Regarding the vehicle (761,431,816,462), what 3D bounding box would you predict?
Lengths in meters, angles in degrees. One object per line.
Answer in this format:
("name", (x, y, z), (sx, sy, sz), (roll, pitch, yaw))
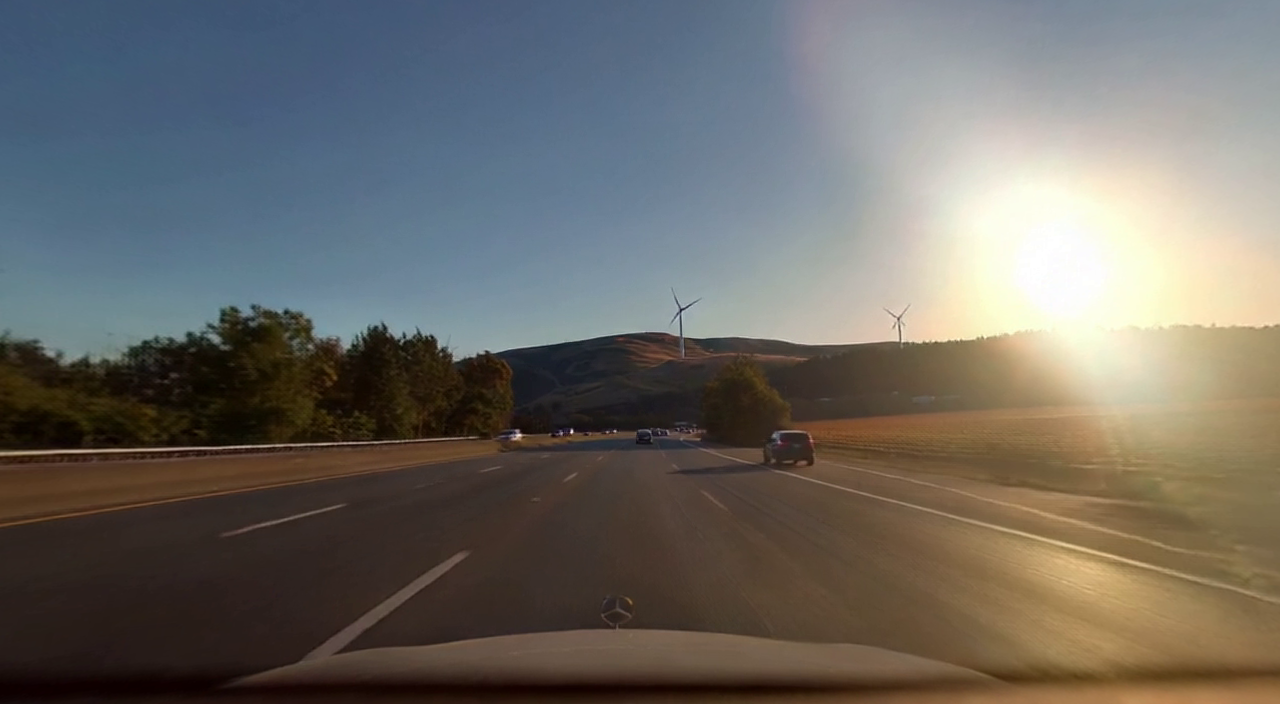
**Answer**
("vehicle", (7.843, 5.017, 33.602), (1.926, 1.559, 2.968), (1, -8, -6))
